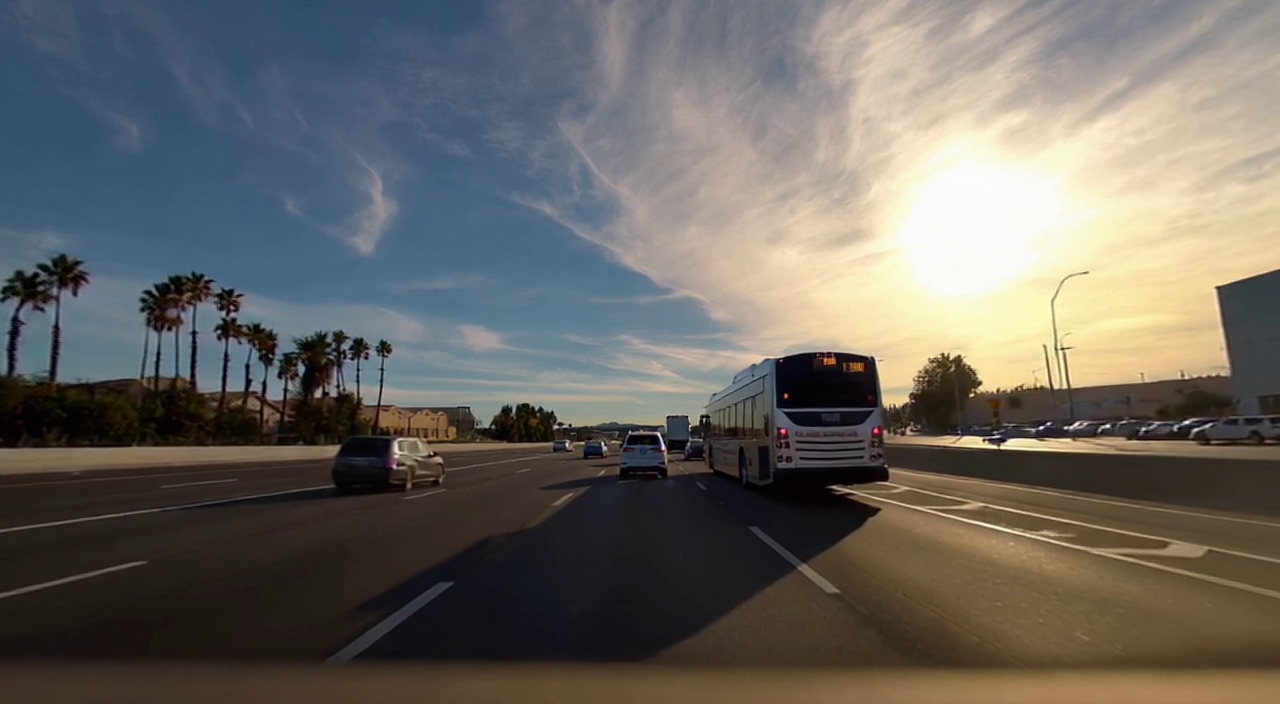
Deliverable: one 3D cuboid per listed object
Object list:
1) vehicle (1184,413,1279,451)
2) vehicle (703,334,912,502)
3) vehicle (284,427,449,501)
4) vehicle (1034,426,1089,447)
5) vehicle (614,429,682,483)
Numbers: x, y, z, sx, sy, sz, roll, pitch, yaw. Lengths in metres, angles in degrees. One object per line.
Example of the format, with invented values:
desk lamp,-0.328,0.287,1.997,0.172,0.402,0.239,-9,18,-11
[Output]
vehicle,30.604,4.111,31.897,2.003,1.777,4.990,-1,-9,6
vehicle,4.289,2.467,20.644,3.020,3.622,14.302,0,-9,0
vehicle,-7.208,3.017,17.340,2.291,1.729,4.879,0,-9,1
vehicle,32.749,6.625,49.084,1.795,1.481,3.986,-1,-9,5
vehicle,0.302,3.801,23.263,2.268,1.796,4.280,0,-9,1
